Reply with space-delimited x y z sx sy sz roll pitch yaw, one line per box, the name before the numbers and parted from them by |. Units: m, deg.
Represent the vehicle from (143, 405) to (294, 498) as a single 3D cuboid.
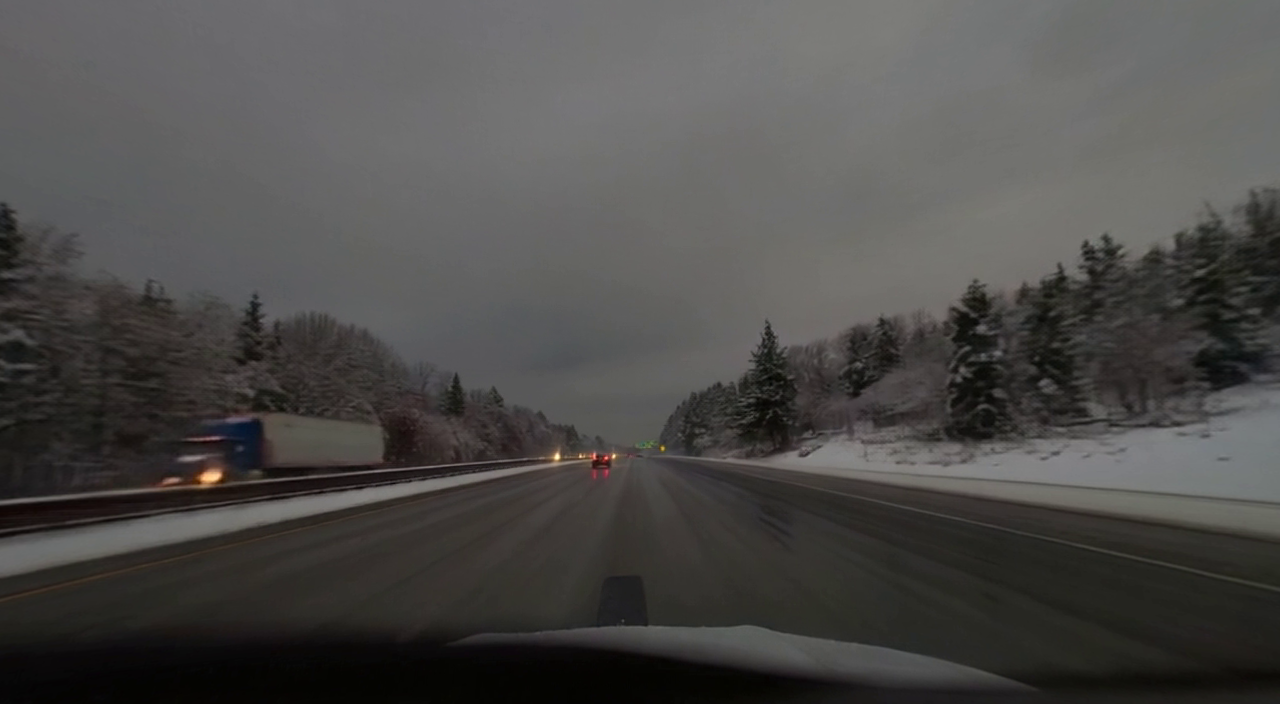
vehicle | -20.213 4.844 30.770 2.997 4.027 6.007 0 -9 0
